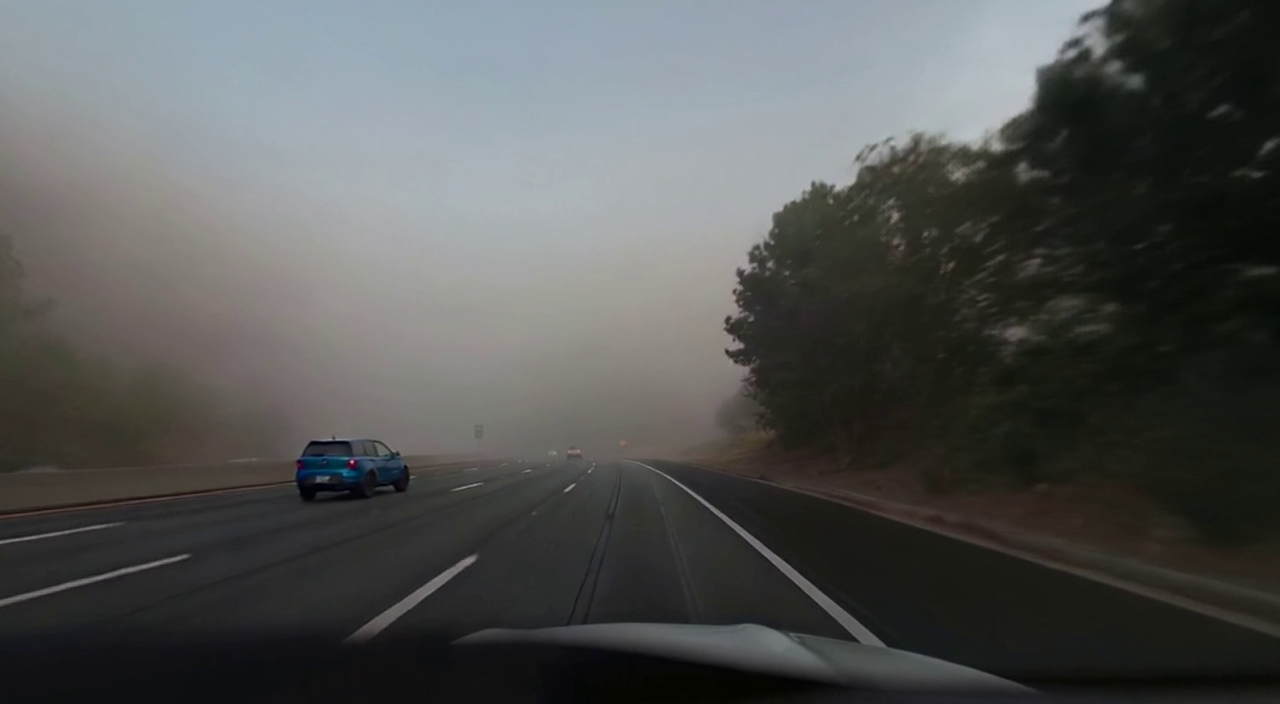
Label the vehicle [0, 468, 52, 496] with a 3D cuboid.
[{"bbox_3d":[-36.445,7.425,35.959,1.758,1.423,4.262,0,-8,-1],"label":"vehicle"}]

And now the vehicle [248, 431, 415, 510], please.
[{"bbox_3d":[-7.665,2.966,16.309,2.046,1.712,4.533,0,-8,-1],"label":"vehicle"}]
